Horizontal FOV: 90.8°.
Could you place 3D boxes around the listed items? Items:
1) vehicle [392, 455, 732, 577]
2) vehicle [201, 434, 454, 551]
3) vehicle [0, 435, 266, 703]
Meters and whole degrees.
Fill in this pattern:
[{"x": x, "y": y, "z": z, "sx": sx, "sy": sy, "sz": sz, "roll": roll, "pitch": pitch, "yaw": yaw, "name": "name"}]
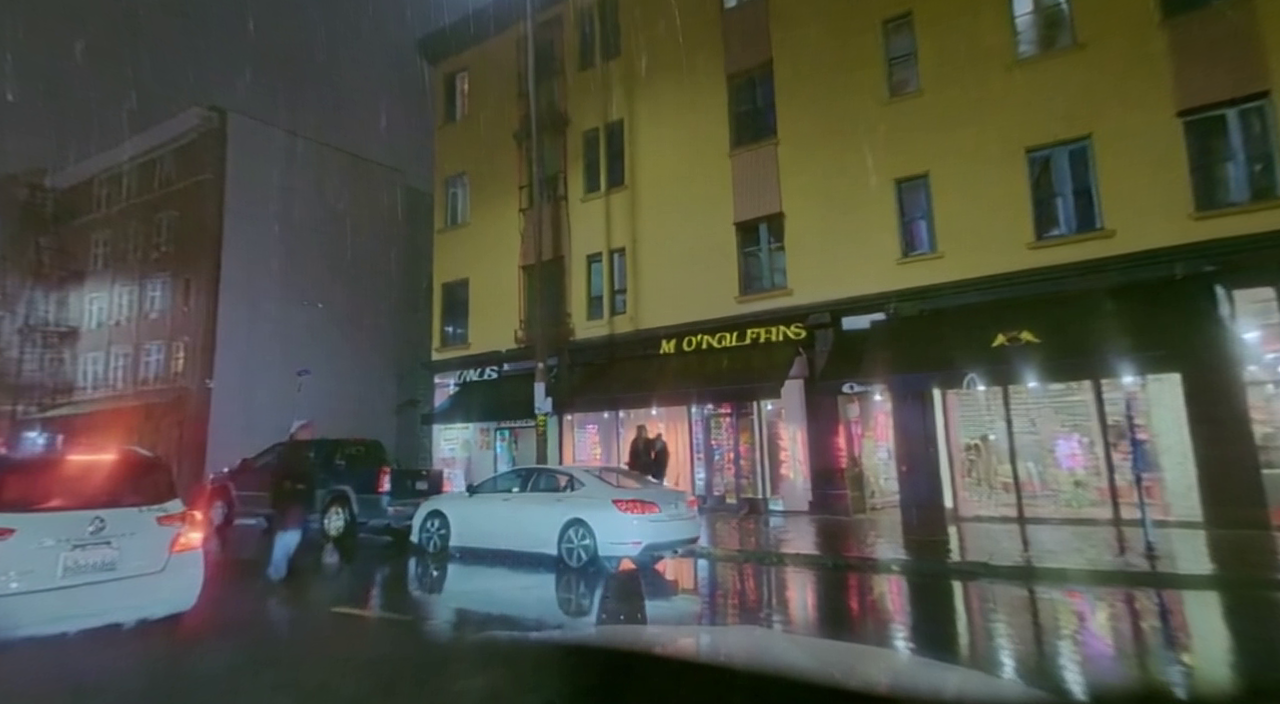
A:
[{"x": -1.221, "y": 2.301, "z": 9.569, "sx": 4.830, "sy": 1.421, "sz": 1.826, "roll": -4, "pitch": -9, "yaw": 25, "name": "vehicle"}, {"x": -6.003, "y": 2.554, "z": 12.108, "sx": 4.580, "sy": 1.853, "sz": 1.862, "roll": -5, "pitch": -10, "yaw": 27, "name": "vehicle"}, {"x": -5.151, "y": 1.406, "z": 4.876, "sx": 4.330, "sy": 1.458, "sz": 1.932, "roll": -5, "pitch": -10, "yaw": 30, "name": "vehicle"}]
